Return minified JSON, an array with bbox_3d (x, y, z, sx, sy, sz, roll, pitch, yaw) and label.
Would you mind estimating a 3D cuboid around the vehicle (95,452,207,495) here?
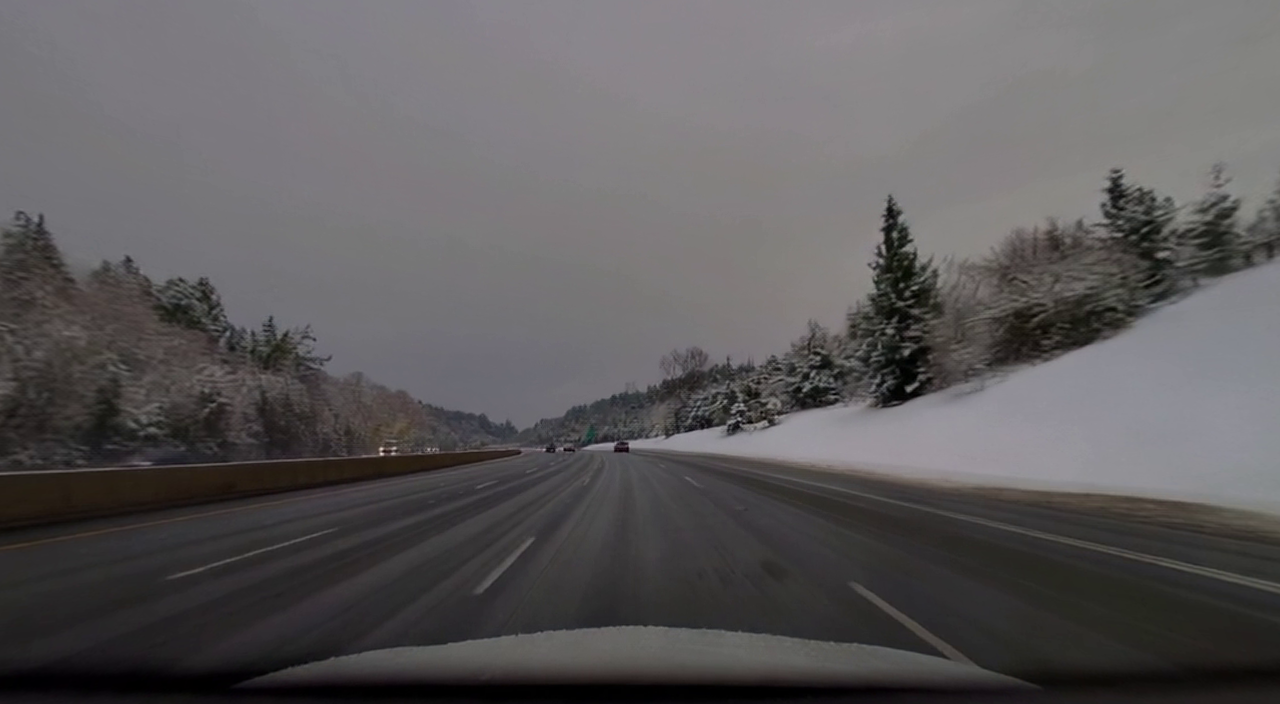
[{"bbox_3d":[-22.255,5.505,28.932,1.756,1.461,4.205,3,-6,-1],"label":"vehicle"}]
